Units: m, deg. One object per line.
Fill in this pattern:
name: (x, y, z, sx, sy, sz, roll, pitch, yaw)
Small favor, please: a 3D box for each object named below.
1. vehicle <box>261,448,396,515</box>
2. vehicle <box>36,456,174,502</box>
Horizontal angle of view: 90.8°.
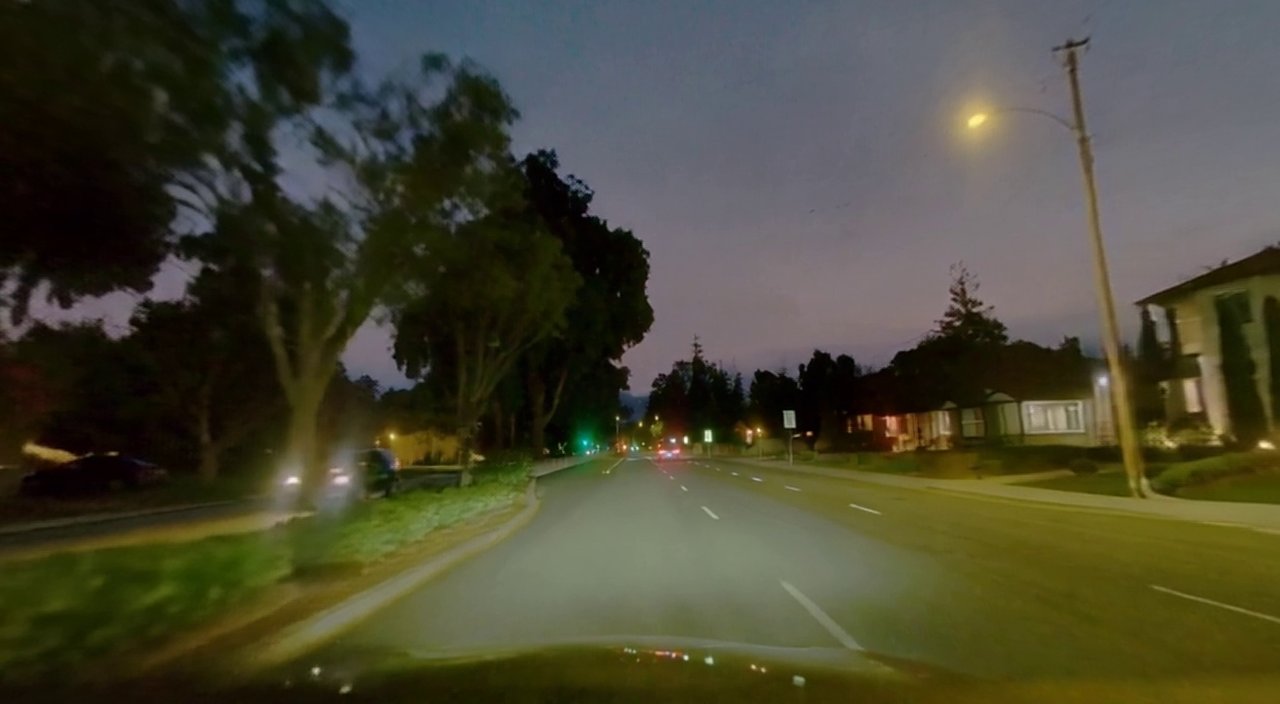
vehicle: (-8.960, 3.707, 18.686, 1.964, 1.722, 4.403, 0, -9, -4)
vehicle: (-21.838, 5.150, 26.079, 1.860, 1.663, 4.418, 0, -9, -1)
